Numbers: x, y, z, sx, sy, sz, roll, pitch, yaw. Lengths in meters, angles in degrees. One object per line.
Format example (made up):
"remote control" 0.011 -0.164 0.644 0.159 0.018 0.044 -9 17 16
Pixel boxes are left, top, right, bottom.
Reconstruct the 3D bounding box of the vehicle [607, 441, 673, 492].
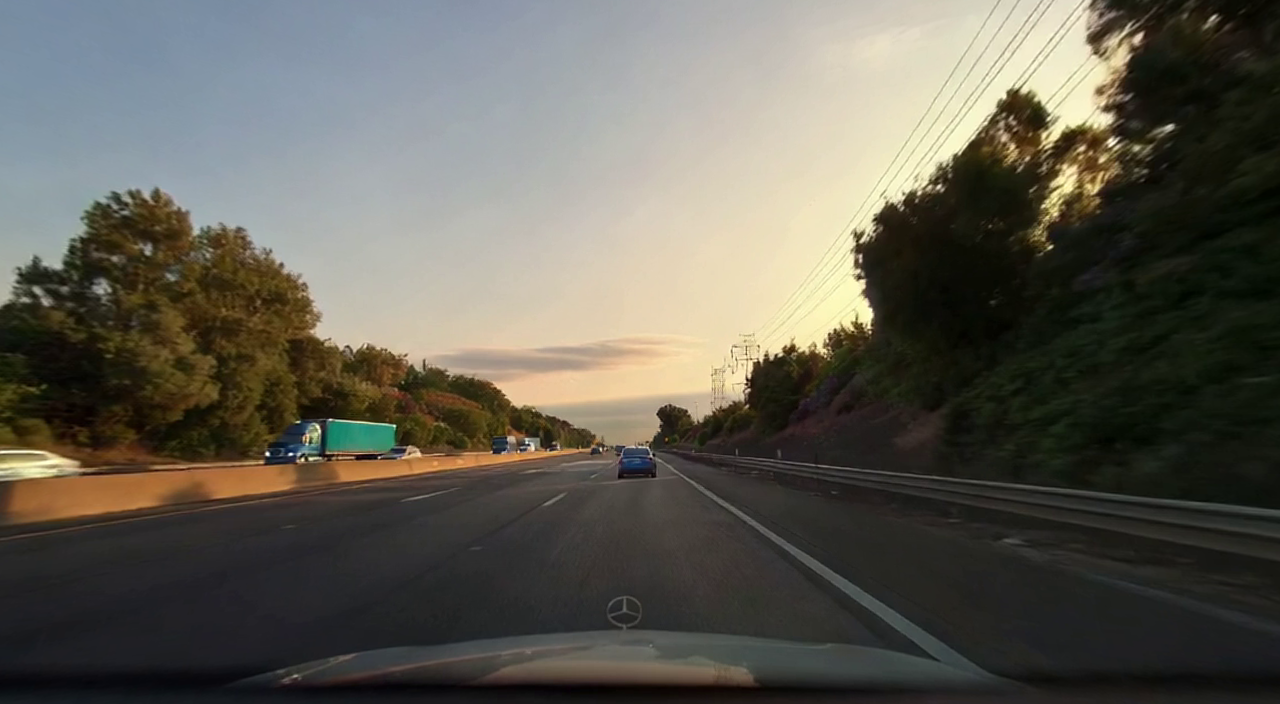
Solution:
"vehicle" -0.026 3.744 20.924 1.966 1.499 4.298 0 -9 -1

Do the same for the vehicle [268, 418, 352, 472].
"vehicle" -24.877 7.049 47.867 2.921 3.795 5.976 0 -9 0
